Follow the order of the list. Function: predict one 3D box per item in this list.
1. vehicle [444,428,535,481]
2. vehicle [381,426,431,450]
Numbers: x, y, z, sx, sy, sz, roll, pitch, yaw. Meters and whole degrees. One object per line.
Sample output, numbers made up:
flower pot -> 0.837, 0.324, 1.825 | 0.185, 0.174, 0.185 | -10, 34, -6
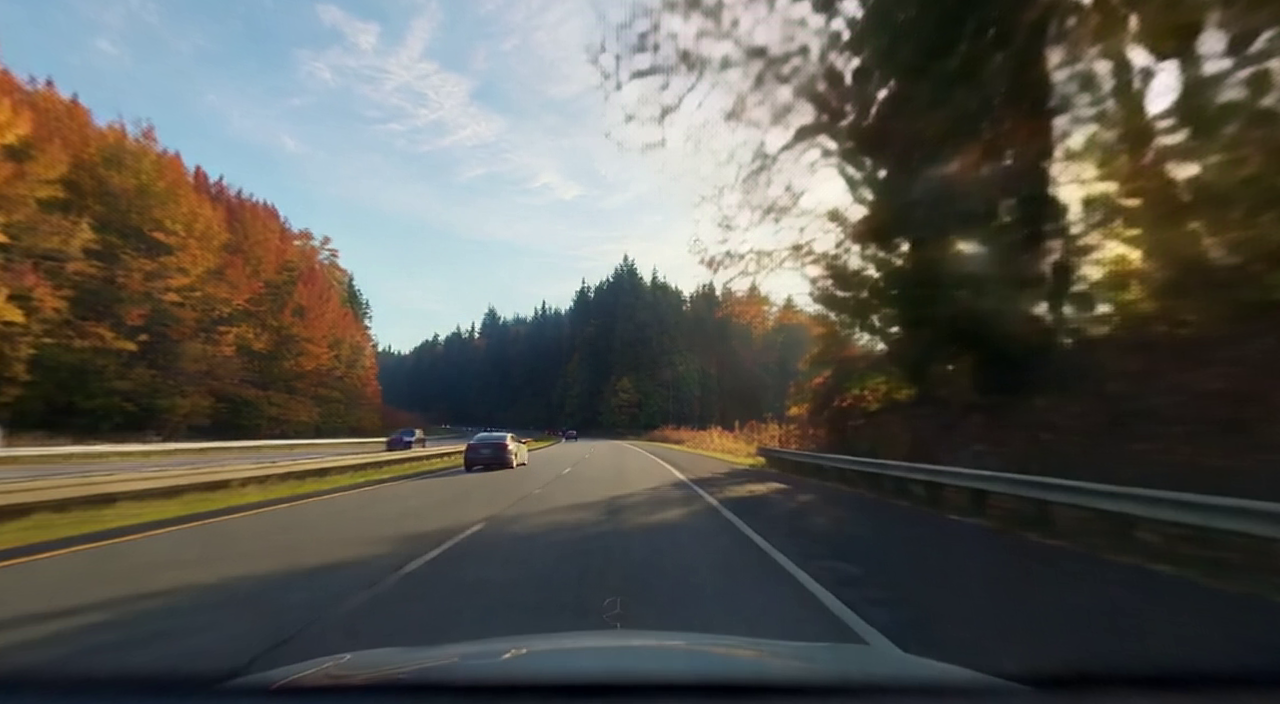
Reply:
vehicle -> -4.865, 3.359, 21.040 | 2.073, 1.559, 4.393 | 0, -8, -2
vehicle -> -15.448, 5.695, 41.734 | 1.930, 1.504, 3.975 | 0, -8, -2
